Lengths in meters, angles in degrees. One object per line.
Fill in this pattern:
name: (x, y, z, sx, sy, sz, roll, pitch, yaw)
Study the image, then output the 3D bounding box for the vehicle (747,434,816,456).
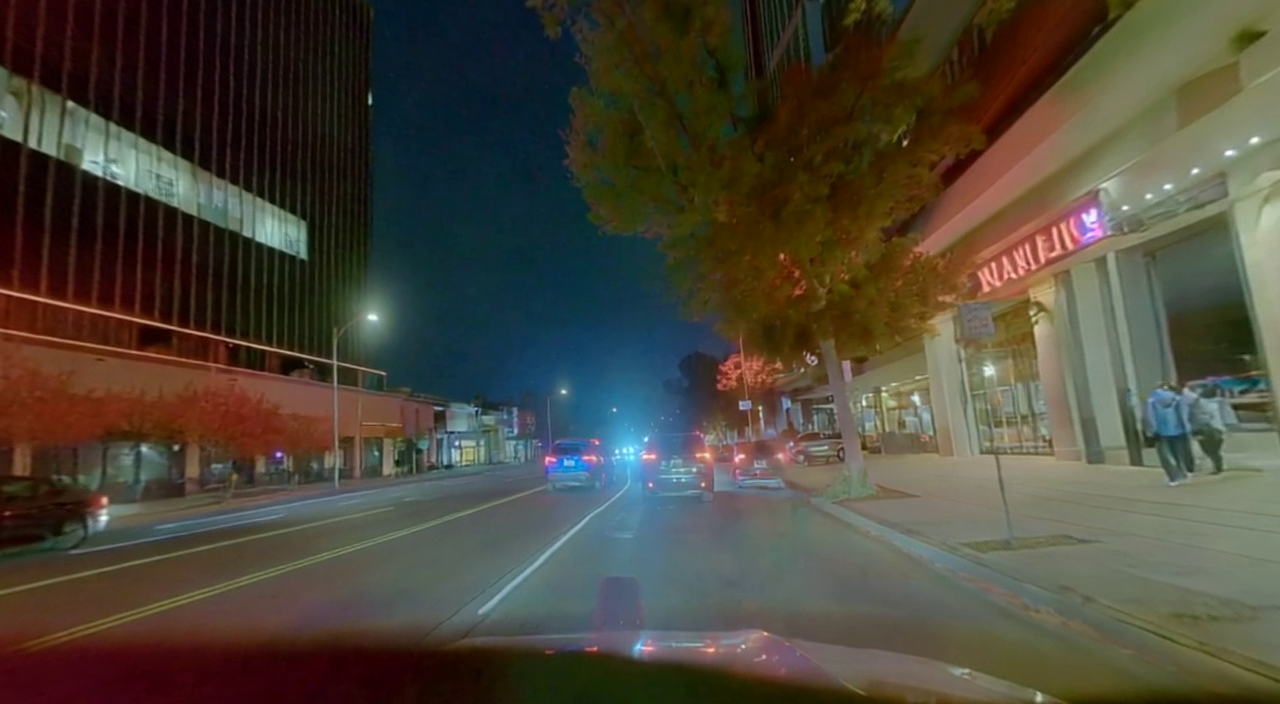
vehicle: (10.054, 6.633, 45.132, 4.426, 1.490, 1.862, -1, -8, 2)

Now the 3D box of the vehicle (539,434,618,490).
vehicle: (-1.961, 3.722, 21.596, 2.023, 1.702, 4.152, -1, -9, 4)

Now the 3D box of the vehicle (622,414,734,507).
vehicle: (0.890, 2.658, 15.835, 2.352, 1.953, 4.796, -1, -8, 2)

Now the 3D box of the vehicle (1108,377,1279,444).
vehicle: (13.408, 1.358, 14.275, 4.189, 1.395, 1.725, -1, -8, 2)

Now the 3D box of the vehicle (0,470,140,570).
vehicle: (-11.587, 2.824, 10.393, 2.103, 1.514, 5.374, -1, -9, 4)
